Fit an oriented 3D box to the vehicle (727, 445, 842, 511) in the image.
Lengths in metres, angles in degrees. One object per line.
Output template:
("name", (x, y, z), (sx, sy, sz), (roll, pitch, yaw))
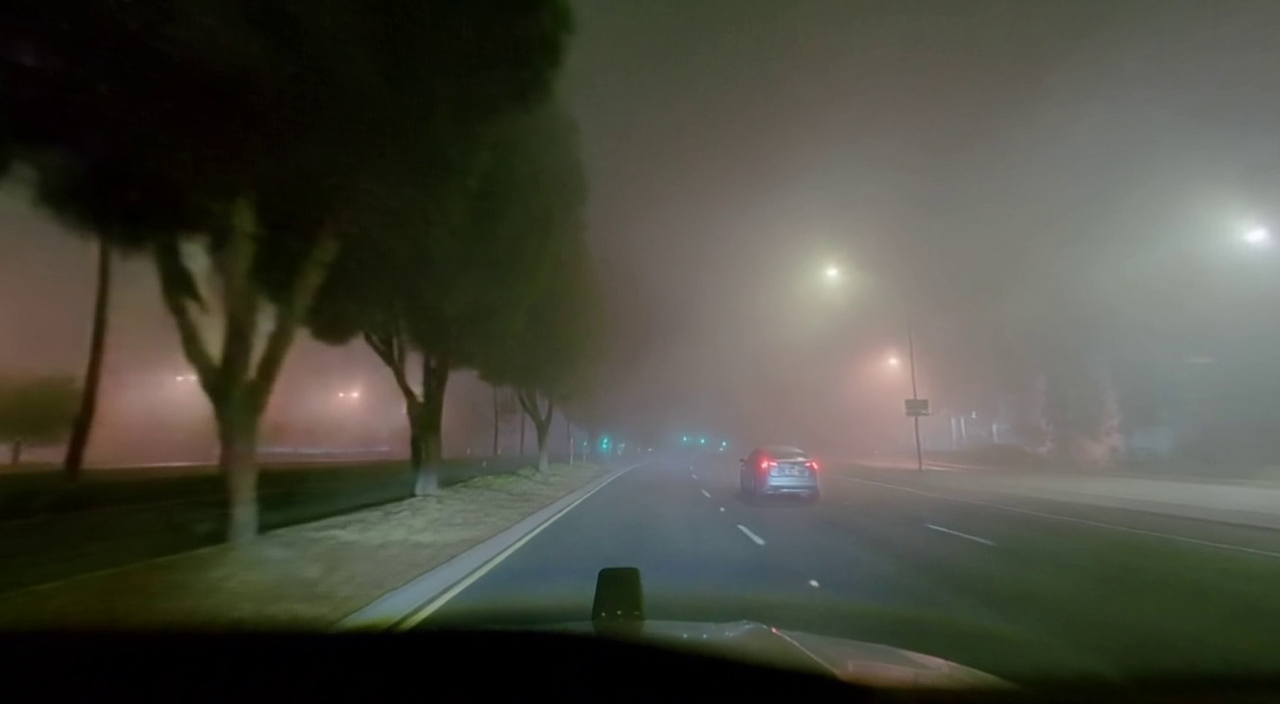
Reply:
("vehicle", (3.602, 3.199, 16.627), (1.928, 1.481, 4.453), (0, -9, -1))
